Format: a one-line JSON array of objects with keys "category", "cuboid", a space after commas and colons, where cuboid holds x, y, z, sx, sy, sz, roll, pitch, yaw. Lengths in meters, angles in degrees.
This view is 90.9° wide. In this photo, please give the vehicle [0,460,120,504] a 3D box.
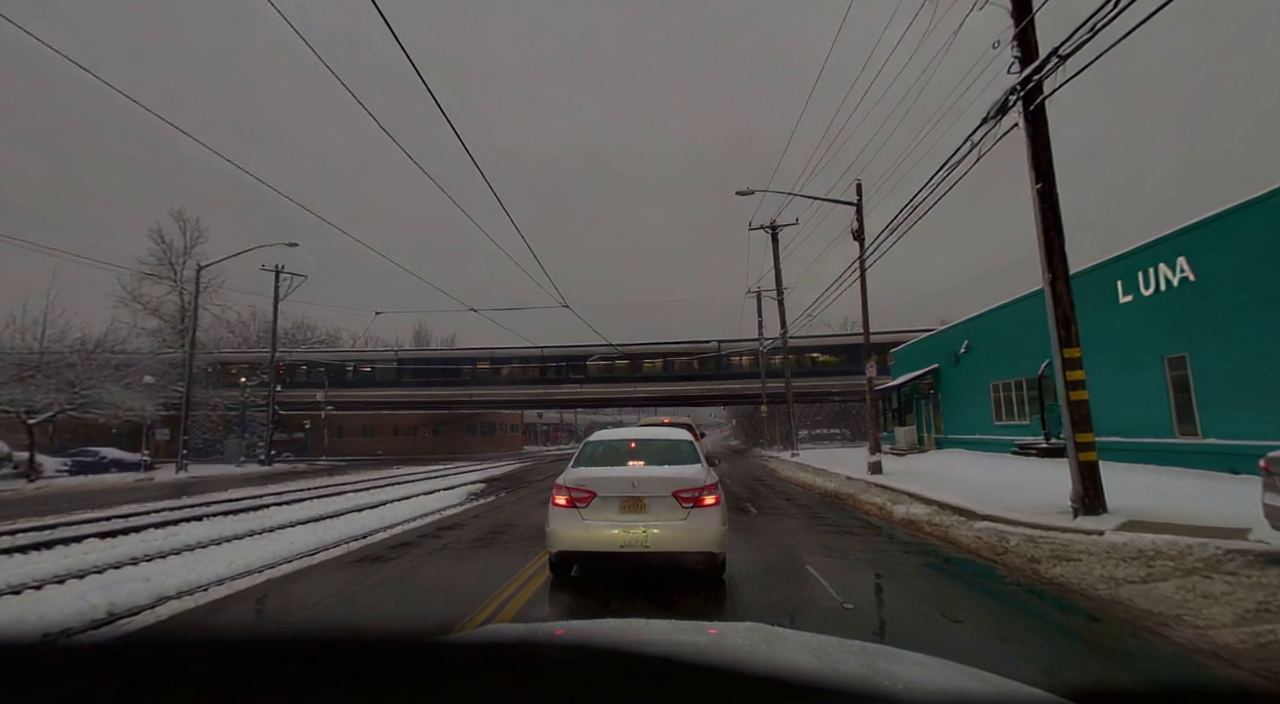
[{"category": "vehicle", "cuboid": [-21.928, 4.686, 22.845, 4.566, 1.453, 1.935, -1, -9, 5]}]

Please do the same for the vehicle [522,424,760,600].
[{"category": "vehicle", "cuboid": [0.094, 1.712, 7.622, 2.090, 1.518, 4.033, -1, -9, 3]}]
